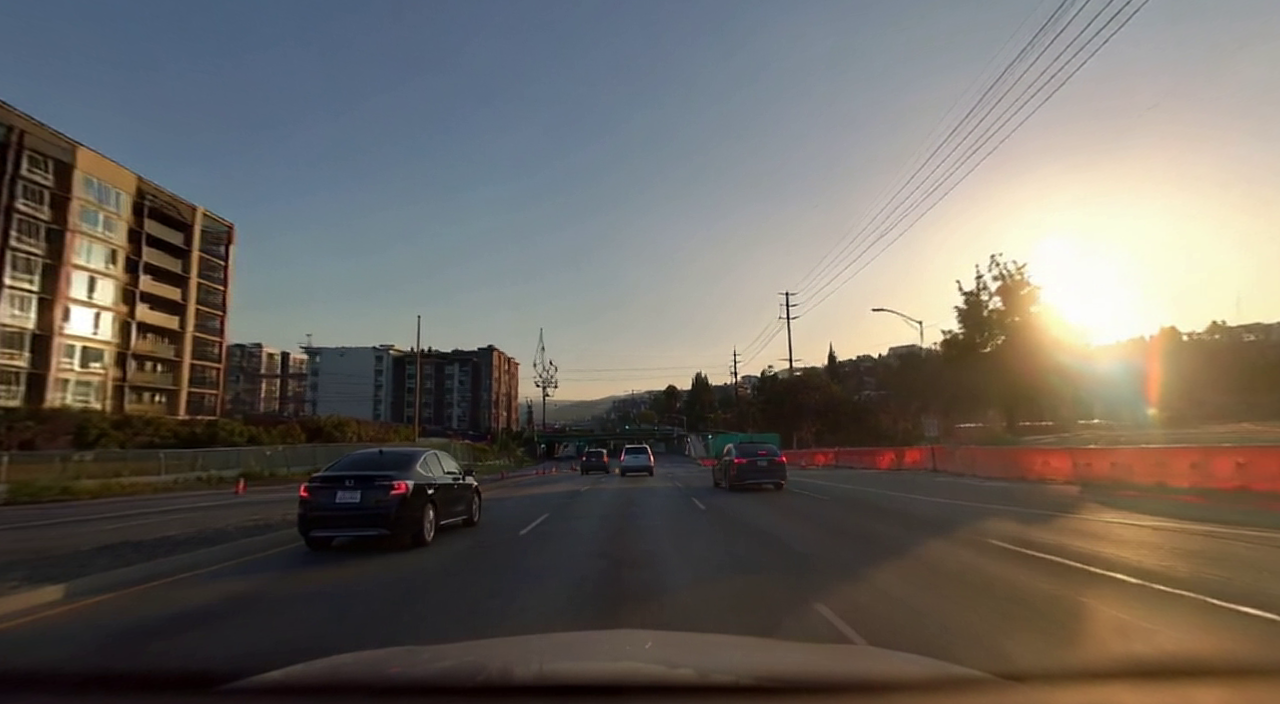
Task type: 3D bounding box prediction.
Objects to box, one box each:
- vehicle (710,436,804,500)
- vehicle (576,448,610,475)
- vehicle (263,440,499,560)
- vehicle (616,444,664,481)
[{"bbox_3d":[3.538,3.590,20.003,2.029,1.797,4.218,0,-8,-2],"label":"vehicle"},{"bbox_3d":[-3.476,8.121,47.176,2.190,1.832,4.417,0,-8,0],"label":"vehicle"},{"bbox_3d":[-3.715,2.164,10.047,1.968,1.473,4.209,0,-8,0],"label":"vehicle"},{"bbox_3d":[-0.033,5.585,32.156,2.291,1.714,4.217,0,-8,-1],"label":"vehicle"}]
